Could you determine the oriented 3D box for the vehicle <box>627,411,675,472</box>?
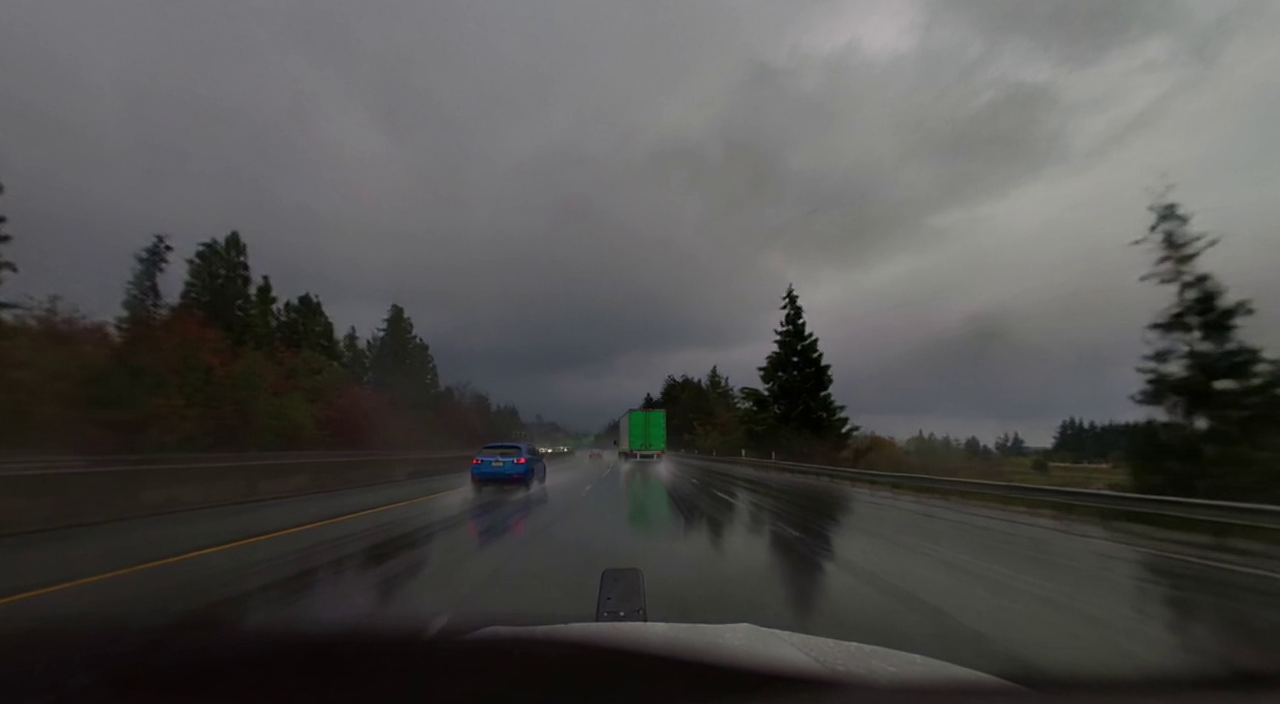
[{"bbox_3d":[0.588,6.125,42.775,2.893,3.628,9.081,0,-9,-1],"label":"vehicle"}]

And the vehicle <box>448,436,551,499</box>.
[{"bbox_3d":[-3.875,3.262,18.149,1.977,1.602,3.944,0,-9,1],"label":"vehicle"}]
